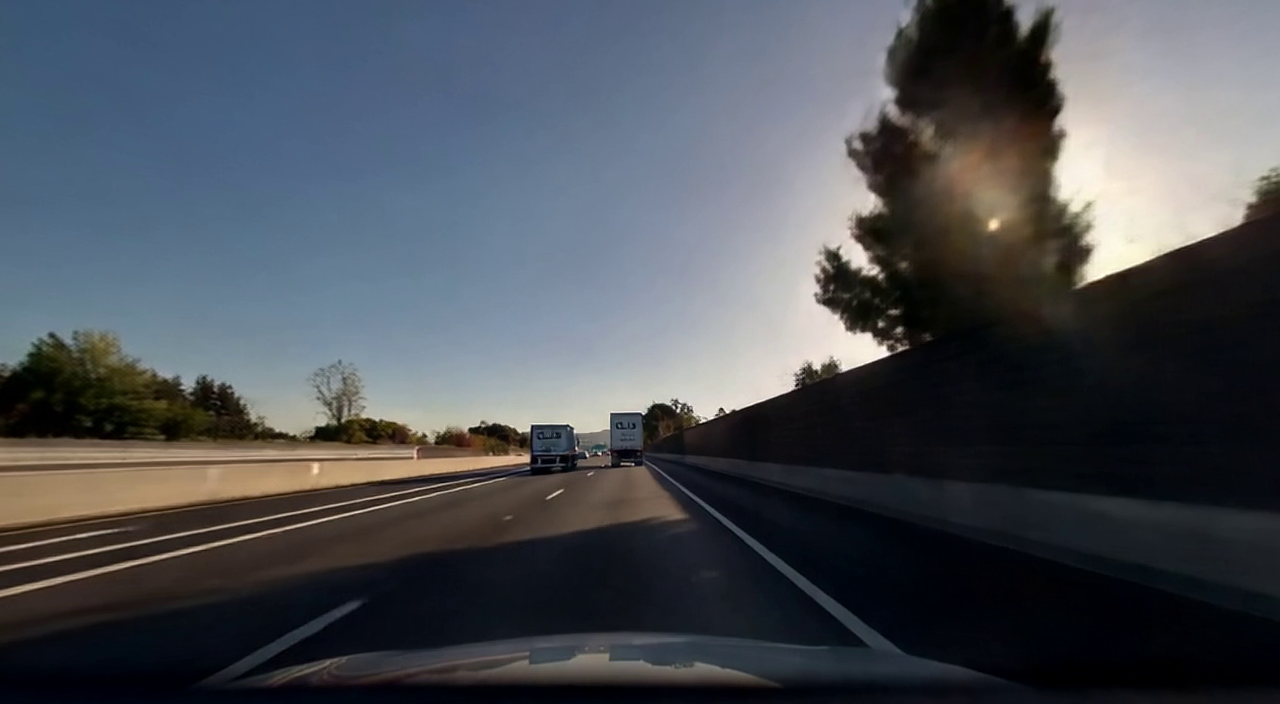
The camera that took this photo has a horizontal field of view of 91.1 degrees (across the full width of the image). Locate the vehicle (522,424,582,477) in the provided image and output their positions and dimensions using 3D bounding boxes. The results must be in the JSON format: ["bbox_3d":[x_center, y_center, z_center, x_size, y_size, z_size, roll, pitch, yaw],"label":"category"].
[{"bbox_3d":[-4.780,5.491,35.039,2.529,2.697,5.935,0,-9,-1],"label":"vehicle"}]
